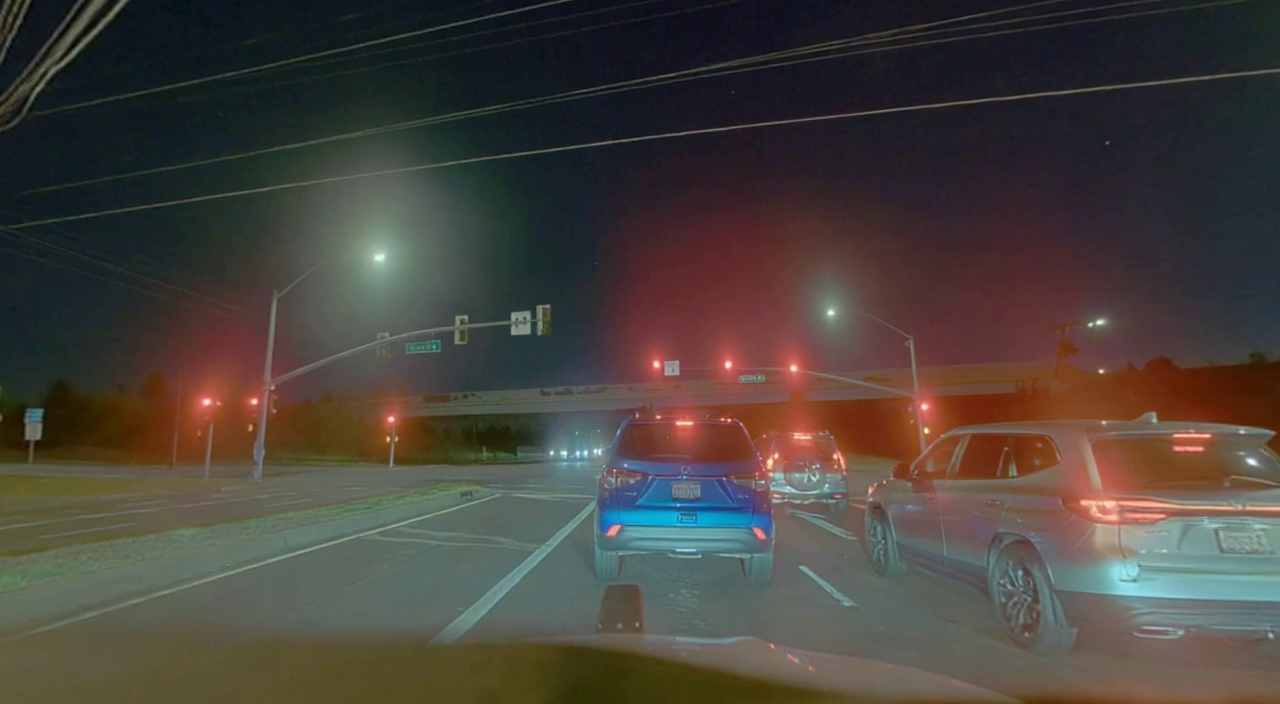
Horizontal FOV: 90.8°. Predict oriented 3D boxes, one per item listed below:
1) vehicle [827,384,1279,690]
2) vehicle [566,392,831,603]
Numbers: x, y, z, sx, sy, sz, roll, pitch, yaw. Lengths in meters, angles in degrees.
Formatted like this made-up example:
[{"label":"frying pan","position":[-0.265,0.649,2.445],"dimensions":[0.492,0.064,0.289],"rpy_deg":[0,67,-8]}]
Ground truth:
[{"label":"vehicle","position":[3.405,1.338,5.794],"dimensions":[1.990,1.649,4.625],"rpy_deg":[0,-8,0]},{"label":"vehicle","position":[0.446,1.553,7.607],"dimensions":[2.240,1.778,4.335],"rpy_deg":[0,-8,-1]}]
